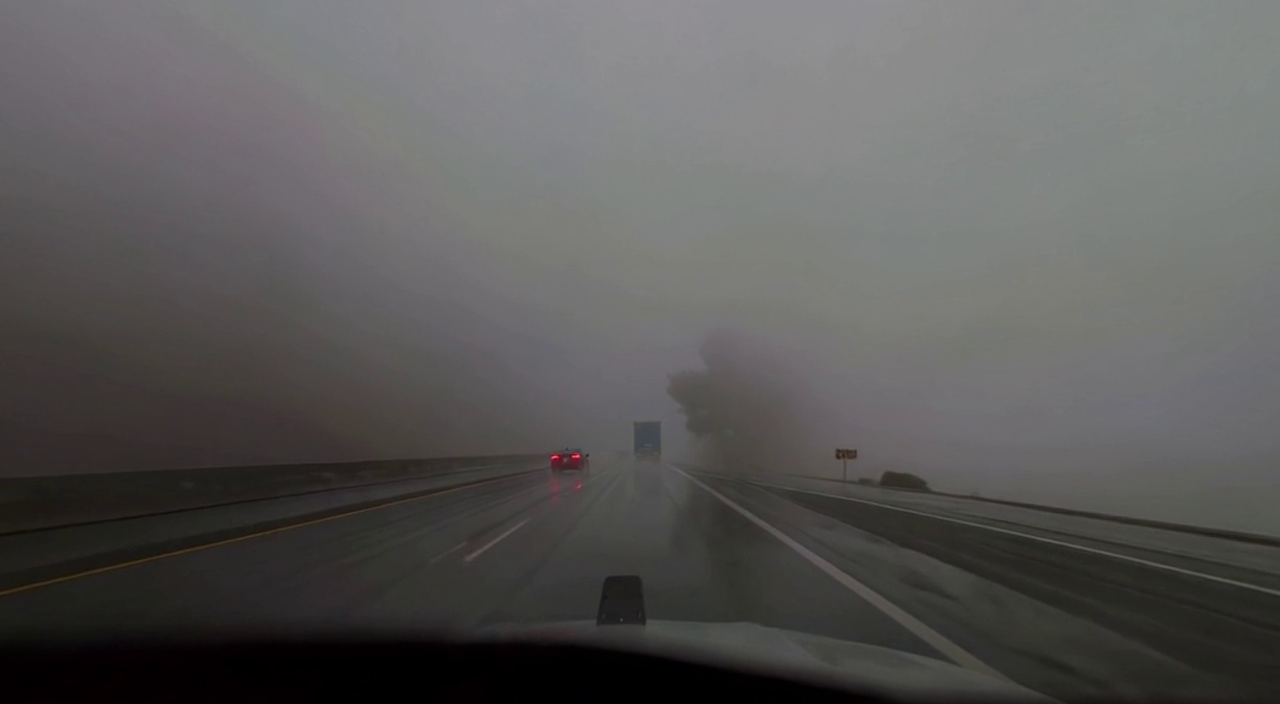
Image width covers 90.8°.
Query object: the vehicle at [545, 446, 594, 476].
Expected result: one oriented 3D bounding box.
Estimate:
[{"bbox_3d":[-3.806,5.991,34.897,1.999,1.533,4.870,-1,-9,2],"label":"vehicle"}]
